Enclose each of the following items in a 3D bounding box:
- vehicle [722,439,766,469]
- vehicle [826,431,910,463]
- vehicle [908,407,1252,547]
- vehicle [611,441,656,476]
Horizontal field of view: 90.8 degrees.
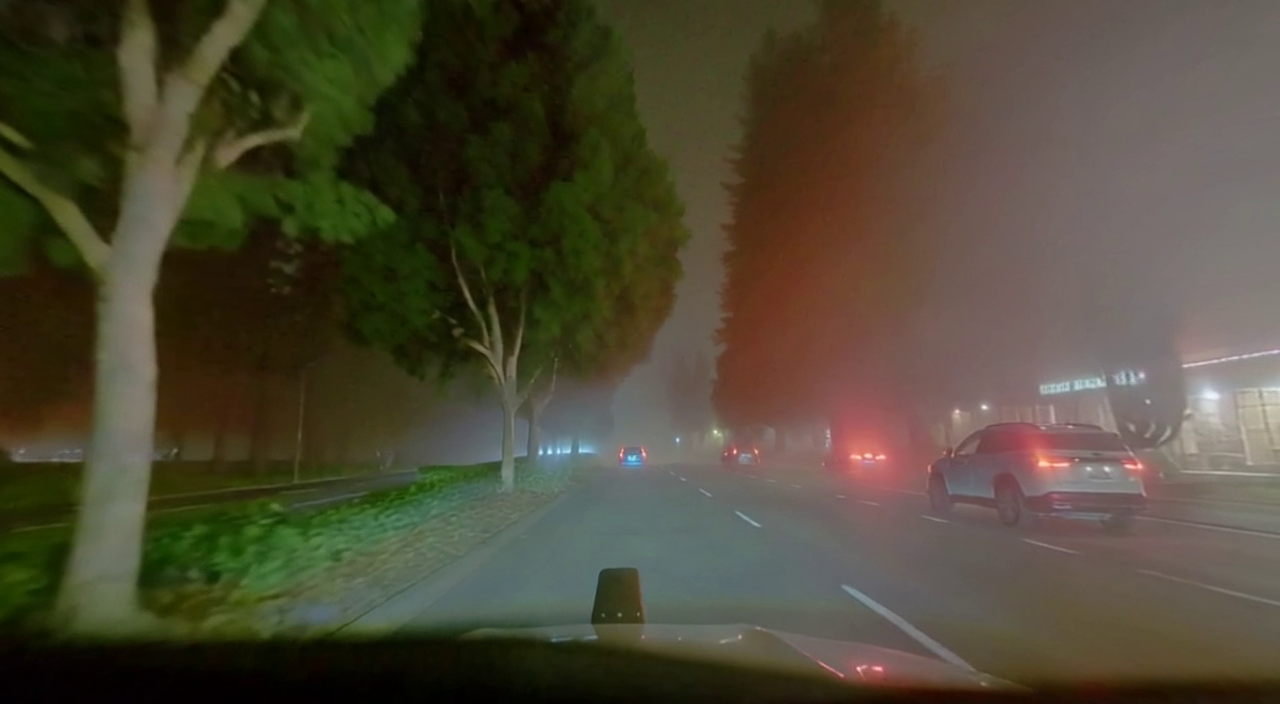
[{"bbox_3d":[6.591,6.527,40.590,1.955,1.845,4.538,0,-8,-1],"label":"vehicle"},{"bbox_3d":[17.762,7.437,49.527,2.395,2.336,5.803,5,-10,-32],"label":"vehicle"},{"bbox_3d":[7.308,2.152,11.641,2.240,1.923,5.678,0,-8,0],"label":"vehicle"},{"bbox_3d":[-0.325,5.113,30.515,2.037,1.568,3.693,0,-8,-1],"label":"vehicle"}]
